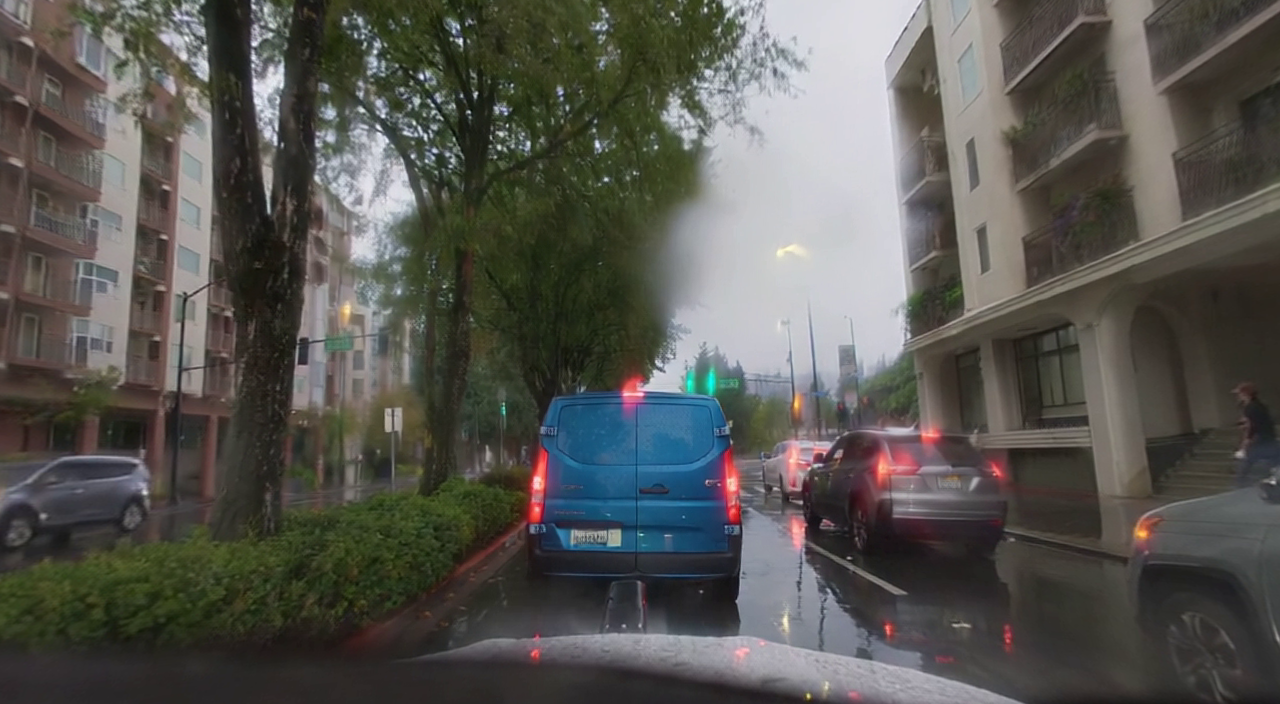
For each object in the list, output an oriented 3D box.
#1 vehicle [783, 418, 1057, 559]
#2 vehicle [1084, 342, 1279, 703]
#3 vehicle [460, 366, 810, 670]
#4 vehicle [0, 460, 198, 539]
[{"bbox_3d":[3.917,2.000,10.016,2.061,1.676,4.734,0,-9,-2],"label":"vehicle"},{"bbox_3d":[3.803,0.692,1.735,2.157,1.748,4.130,0,-9,1],"label":"vehicle"},{"bbox_3d":[-0.032,1.321,6.031,2.101,1.828,4.270,0,-9,0],"label":"vehicle"},{"bbox_3d":[-12.906,3.382,15.097,1.852,1.485,4.428,1,-9,-7],"label":"vehicle"}]
